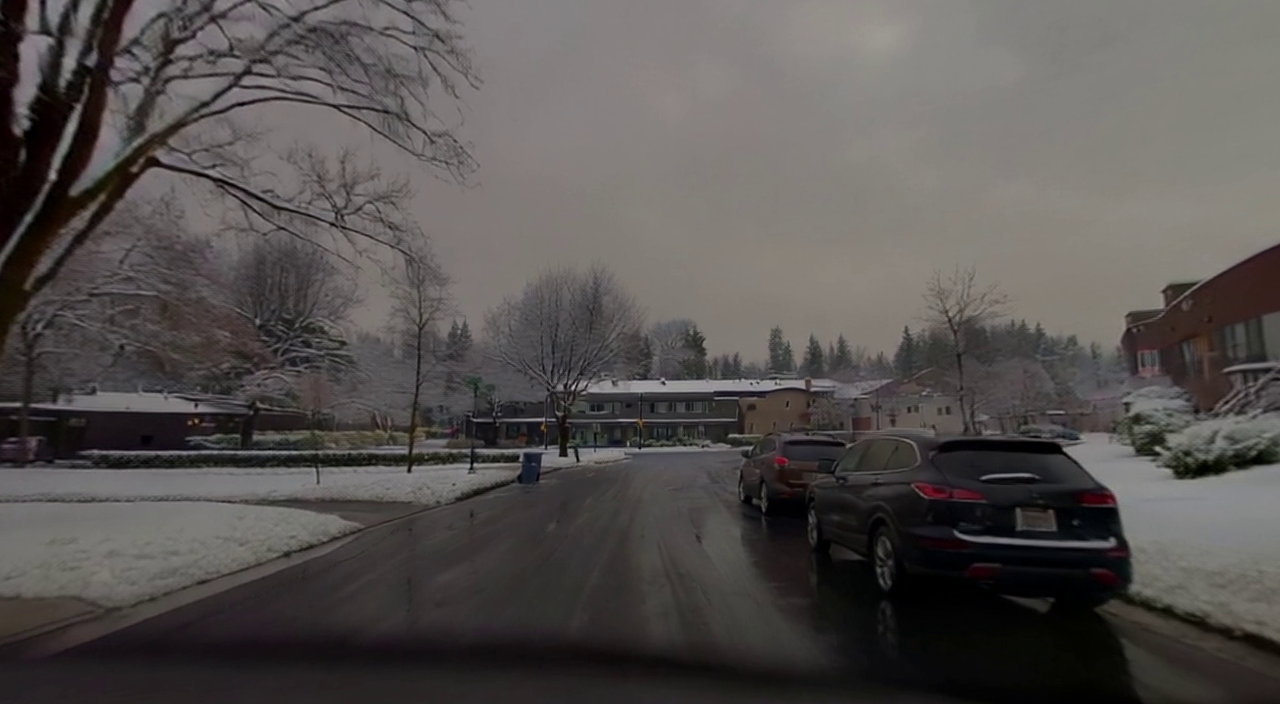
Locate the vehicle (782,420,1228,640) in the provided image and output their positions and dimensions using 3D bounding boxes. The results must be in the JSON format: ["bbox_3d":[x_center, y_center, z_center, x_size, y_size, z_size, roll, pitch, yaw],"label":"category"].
[{"bbox_3d":[3.088,1.592,6.802,2.064,1.532,4.596,0,-8,0],"label":"vehicle"}]

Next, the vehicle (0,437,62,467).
[{"bbox_3d":[-37.152,6.016,38.163,4.157,1.687,2.419,-6,-11,37],"label":"vehicle"}]
